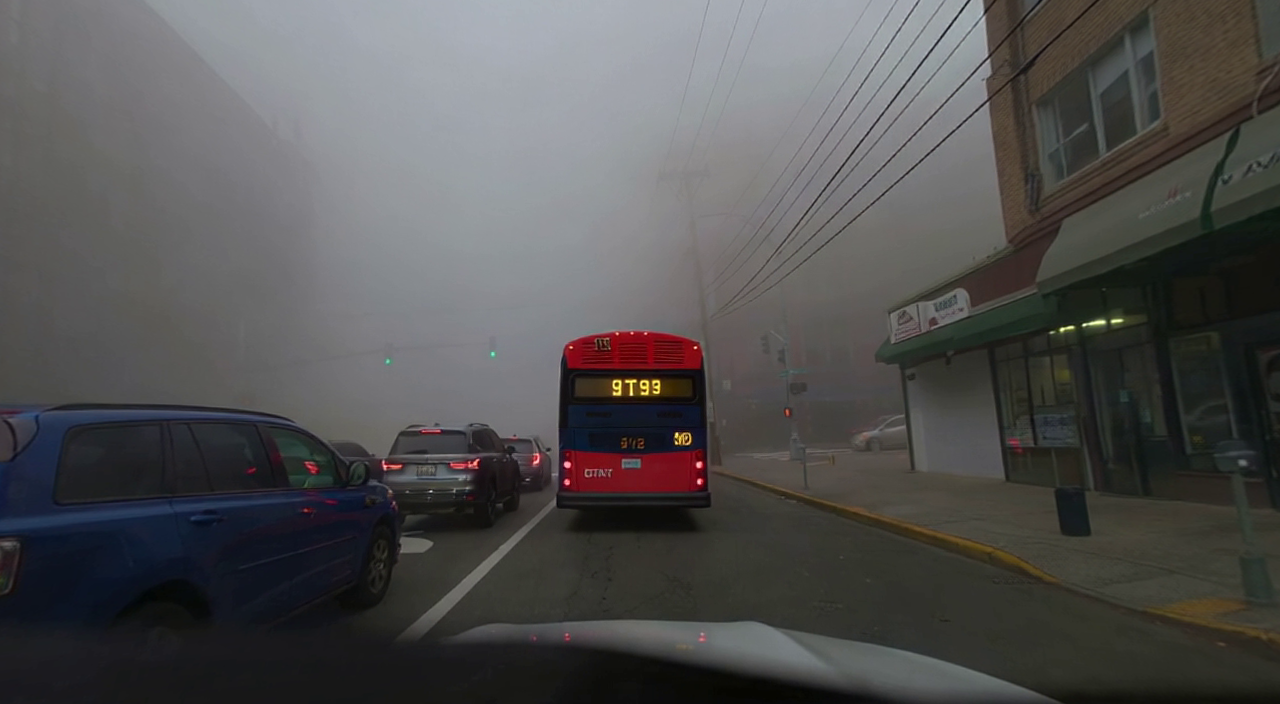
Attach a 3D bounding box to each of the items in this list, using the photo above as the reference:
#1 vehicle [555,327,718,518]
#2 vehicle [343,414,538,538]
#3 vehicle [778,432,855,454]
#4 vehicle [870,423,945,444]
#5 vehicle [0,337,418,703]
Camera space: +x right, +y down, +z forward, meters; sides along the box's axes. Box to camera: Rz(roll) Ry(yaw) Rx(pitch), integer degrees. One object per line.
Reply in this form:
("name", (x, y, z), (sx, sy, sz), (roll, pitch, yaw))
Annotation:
("vehicle", (-0.292, 1.990, 16.531), (2.938, 3.468, 9.972), (0, -8, -3))
("vehicle", (-3.343, 2.196, 11.779), (2.096, 1.828, 4.669), (0, -8, 0))
("vehicle", (11.977, 6.207, 43.059), (4.774, 1.492, 1.802), (-1, -9, 7))
("vehicle", (19.940, 6.095, 47.198), (4.827, 1.555, 1.863), (1, -9, -6))
("vehicle", (-3.208, 1.091, 3.984), (2.020, 1.725, 4.384), (0, -8, 0))
